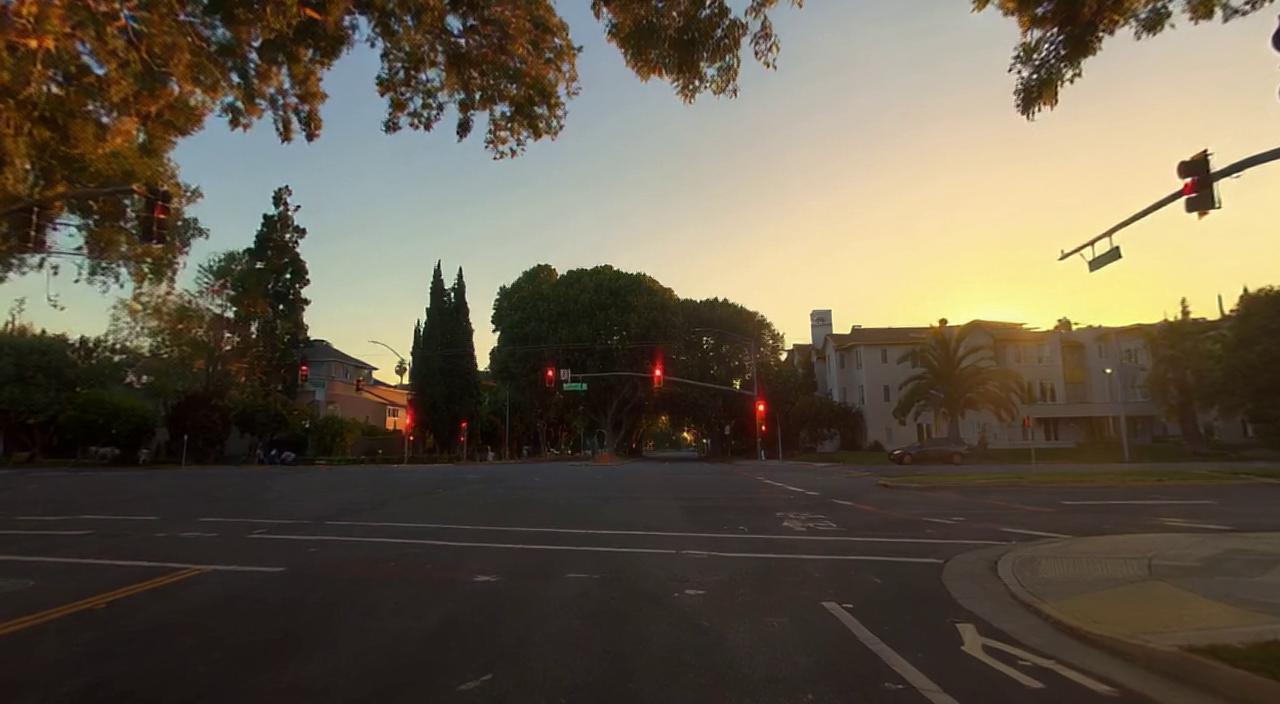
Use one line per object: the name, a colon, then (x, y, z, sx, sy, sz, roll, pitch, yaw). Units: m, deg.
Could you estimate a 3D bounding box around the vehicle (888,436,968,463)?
vehicle: (16.159, 5.505, 35.570, 3.952, 1.468, 1.768, -4, -9, 22)
